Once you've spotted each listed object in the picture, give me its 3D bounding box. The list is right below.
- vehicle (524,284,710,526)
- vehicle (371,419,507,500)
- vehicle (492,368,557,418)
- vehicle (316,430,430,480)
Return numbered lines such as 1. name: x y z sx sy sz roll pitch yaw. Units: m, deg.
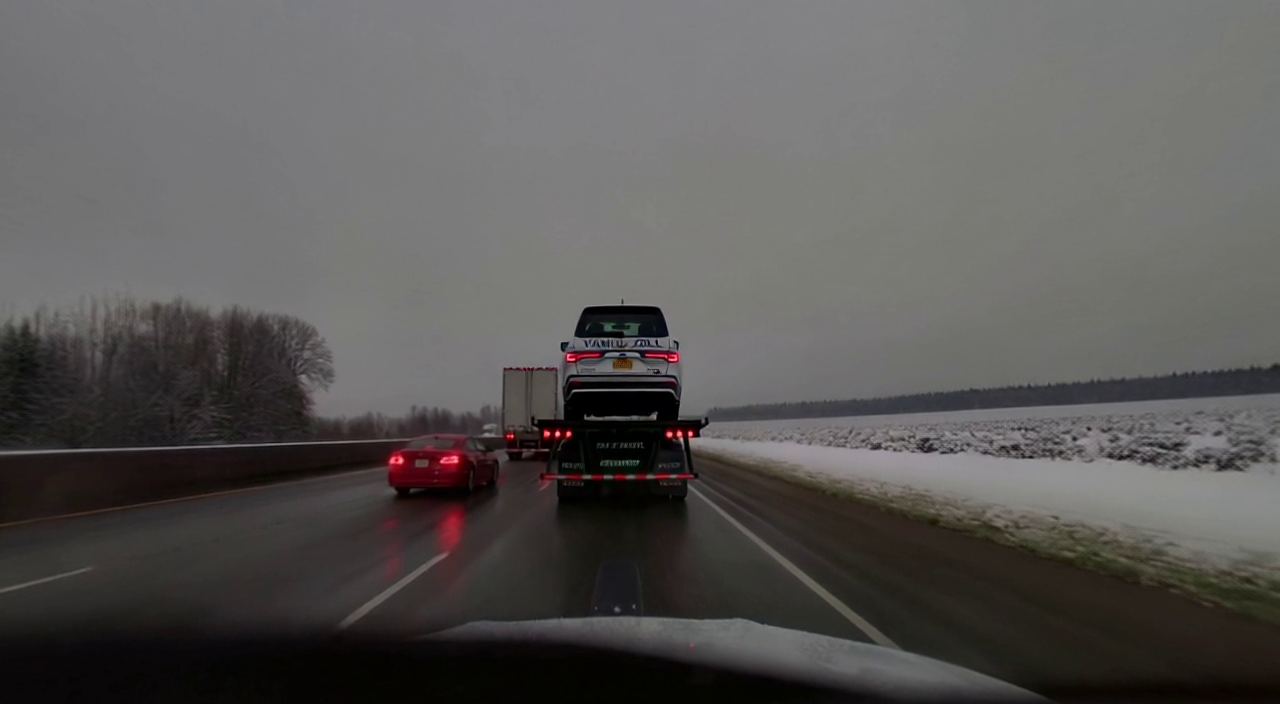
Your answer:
1. vehicle: -0.476 1.355 14.073 2.738 3.628 9.223 0 -7 -2
2. vehicle: -4.624 2.511 15.266 1.914 1.675 4.331 0 -7 -1
3. vehicle: -4.786 1.836 26.779 2.118 1.799 4.591 0 -7 -3
4. vehicle: -8.963 3.463 21.671 1.897 1.524 4.790 0 -7 -1
